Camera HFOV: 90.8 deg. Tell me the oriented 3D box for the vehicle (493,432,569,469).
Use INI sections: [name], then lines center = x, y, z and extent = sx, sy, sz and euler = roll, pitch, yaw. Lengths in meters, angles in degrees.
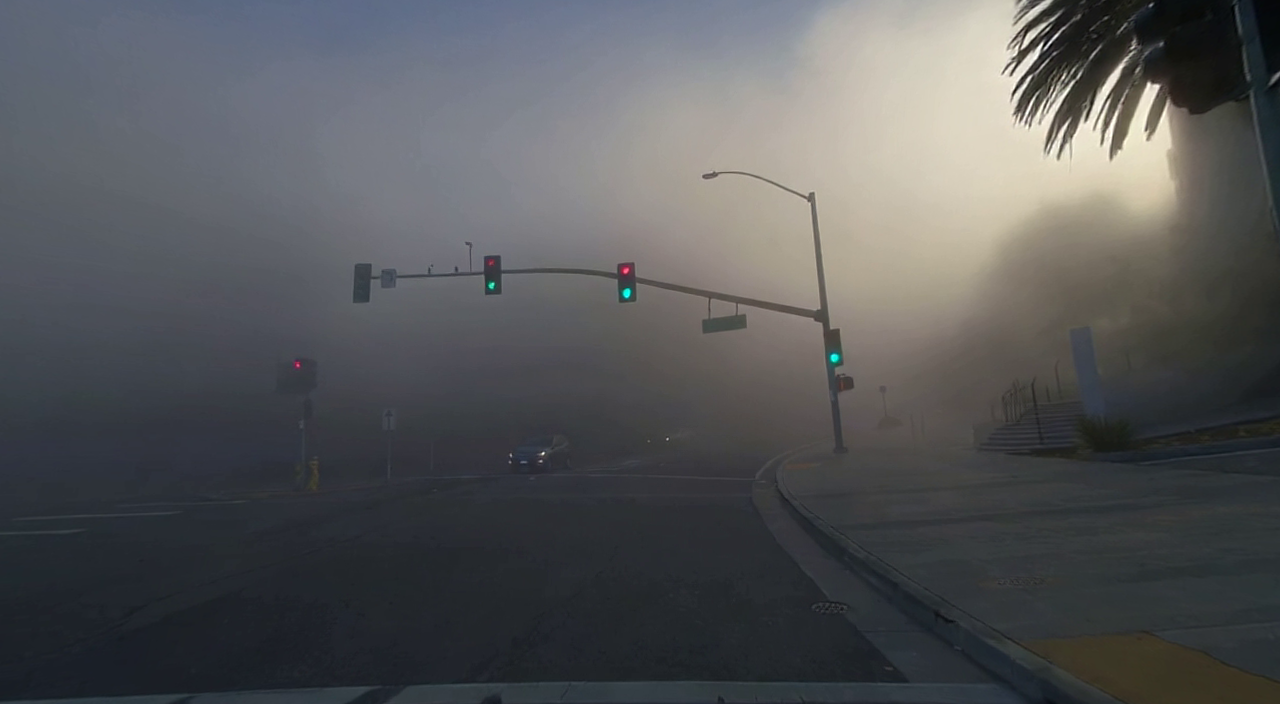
[vehicle]
center = -5.678, 5.234, 33.636
extent = 2.181, 1.792, 4.648
euler = -3, -9, 16
